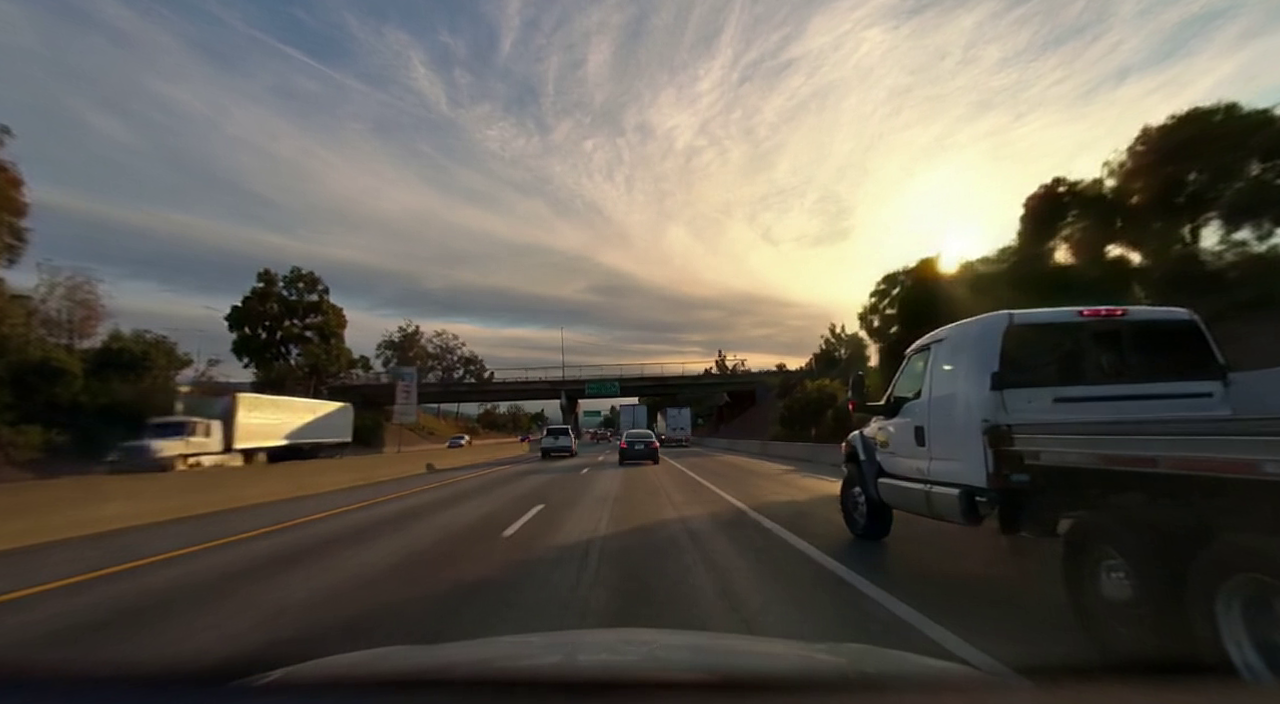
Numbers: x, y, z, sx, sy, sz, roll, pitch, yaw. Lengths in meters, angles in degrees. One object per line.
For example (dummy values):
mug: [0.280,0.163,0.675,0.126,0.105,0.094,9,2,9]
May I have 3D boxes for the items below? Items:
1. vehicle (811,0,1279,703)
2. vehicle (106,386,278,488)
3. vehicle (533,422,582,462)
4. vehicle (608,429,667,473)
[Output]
vehicle: [3.690,0.084,4.082,2.783,3.483,7.836,0,-8,-1]
vehicle: [-20.670,3.990,29.776,2.980,4.215,6.844,0,-8,-1]
vehicle: [-4.312,4.805,33.792,2.013,1.961,4.692,0,-8,0]
vehicle: [-0.144,3.714,23.828,2.059,1.522,3.693,0,-8,-2]
